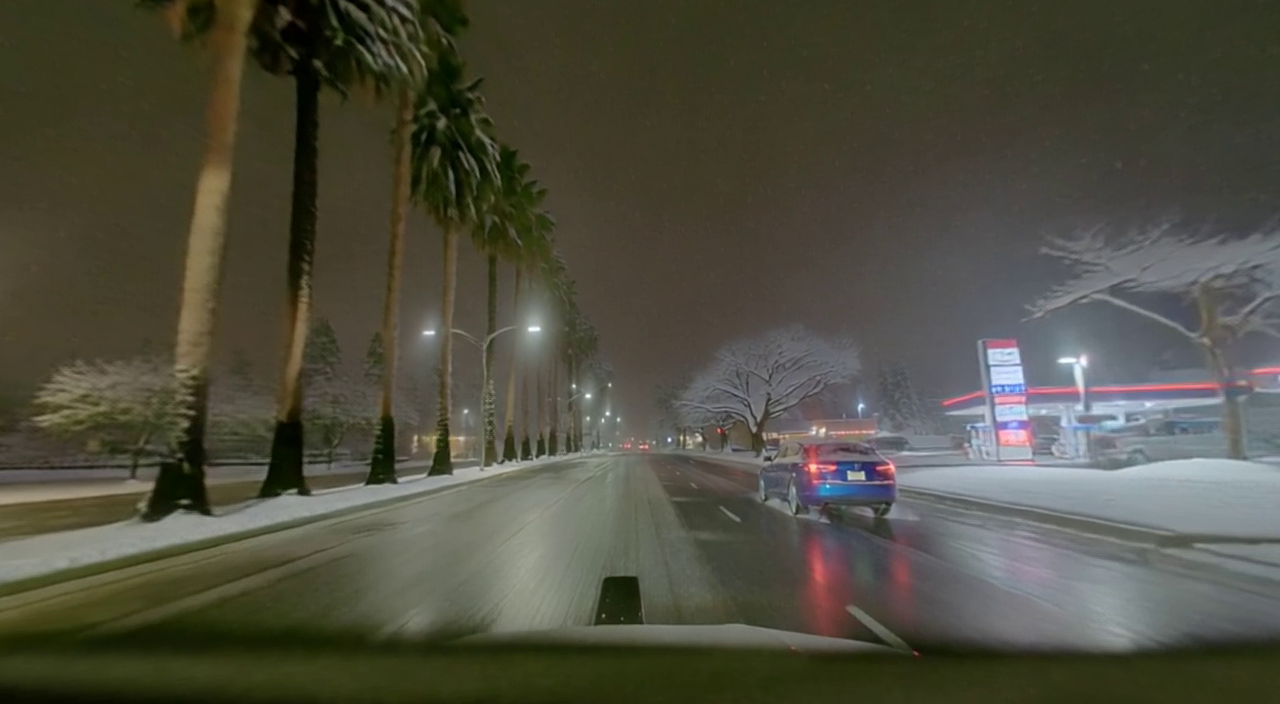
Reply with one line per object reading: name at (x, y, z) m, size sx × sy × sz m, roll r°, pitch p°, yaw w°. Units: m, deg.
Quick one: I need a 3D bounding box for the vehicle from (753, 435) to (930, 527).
vehicle at (3.587, 2.379, 12.234) m, size 1.978 × 1.442 × 4.262 m, roll 0°, pitch -8°, yaw -1°
